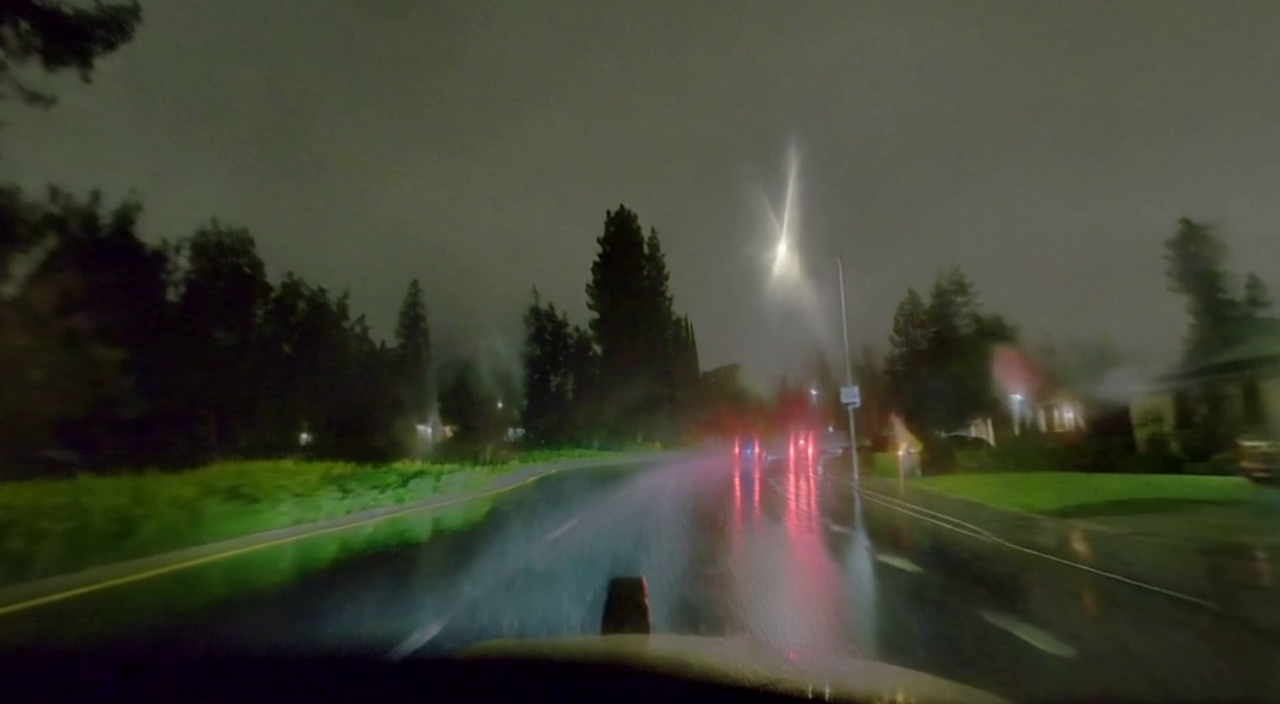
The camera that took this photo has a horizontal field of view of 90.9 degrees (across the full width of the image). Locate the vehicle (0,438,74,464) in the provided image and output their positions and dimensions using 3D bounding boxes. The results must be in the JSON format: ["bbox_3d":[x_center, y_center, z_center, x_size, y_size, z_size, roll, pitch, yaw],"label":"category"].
[{"bbox_3d":[-43.319,6.979,44.479,4.804,1.726,2.274,-1,-8,7],"label":"vehicle"}]

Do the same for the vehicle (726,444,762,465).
[{"bbox_3d":[7.608,7.429,45.859,2.050,1.456,4.003,-2,-9,16],"label":"vehicle"}]

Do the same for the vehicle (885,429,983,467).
[{"bbox_3d":[16.907,5.552,36.544,4.672,2.044,2.248,-3,-7,14],"label":"vehicle"}]
